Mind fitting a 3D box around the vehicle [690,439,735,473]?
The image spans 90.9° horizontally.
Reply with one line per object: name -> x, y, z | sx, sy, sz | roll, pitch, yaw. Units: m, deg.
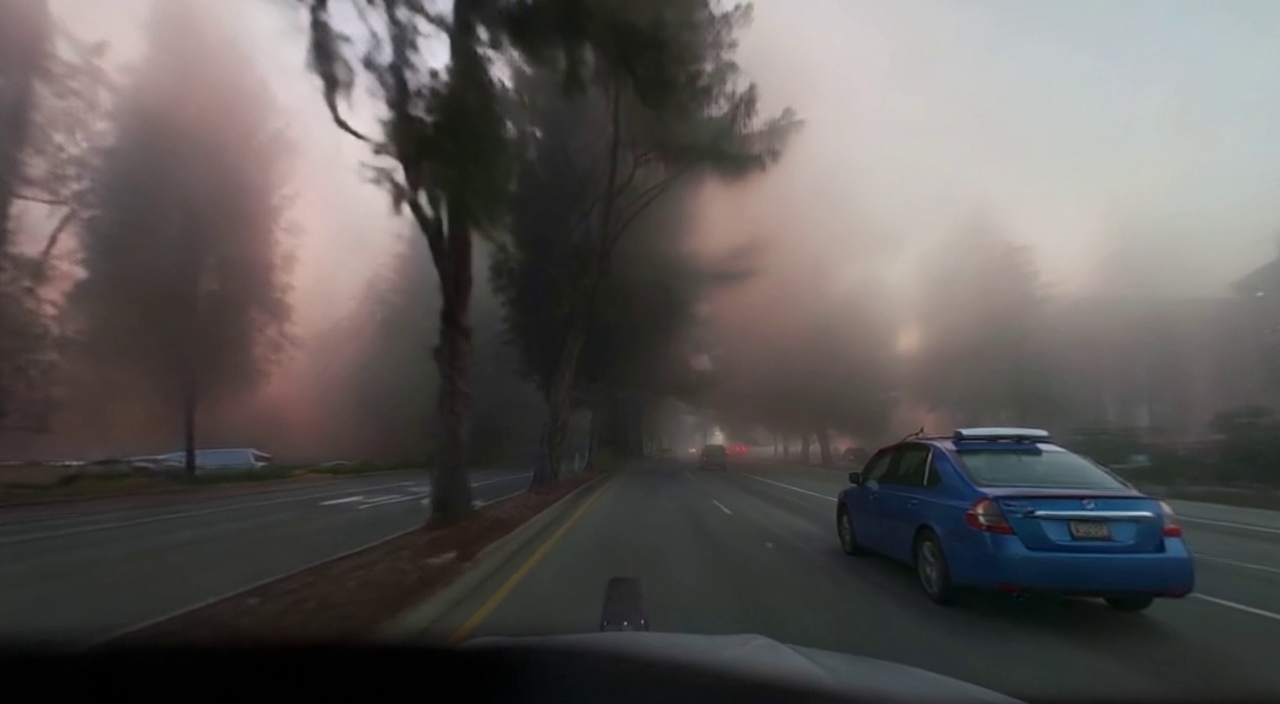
vehicle -> 4.193, 6.079, 37.095 | 2.154, 1.844, 4.634 | -1, -8, 1

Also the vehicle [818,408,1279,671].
vehicle -> 3.221, 1.477, 6.021 | 1.901, 1.634, 3.952 | -1, -8, 1
